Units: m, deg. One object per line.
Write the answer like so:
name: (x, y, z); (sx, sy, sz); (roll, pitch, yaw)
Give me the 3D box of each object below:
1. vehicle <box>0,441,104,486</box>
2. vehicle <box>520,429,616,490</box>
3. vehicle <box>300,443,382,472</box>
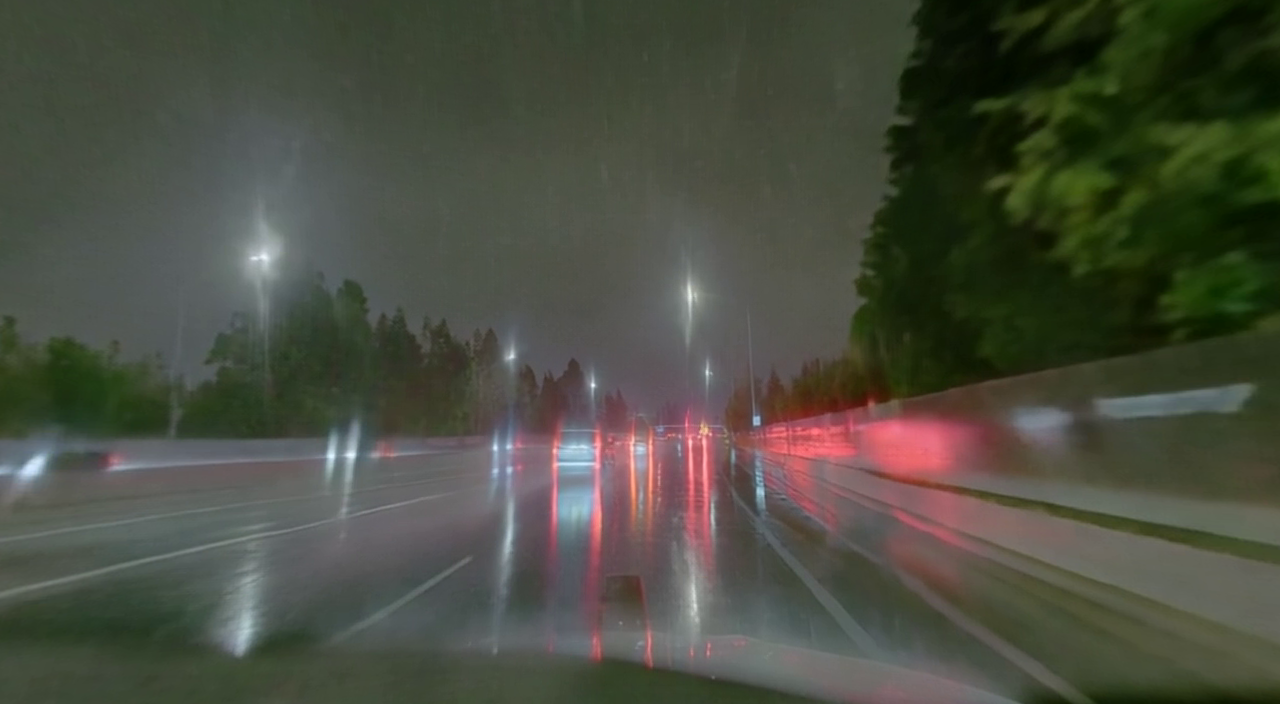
vehicle: (-23.930, 4.326, 24.822); (1.852, 1.614, 4.189); (-1, -8, 5)
vehicle: (-2.056, 3.274, 19.615); (2.082, 1.638, 4.644); (-1, -8, 5)
vehicle: (-16.173, 5.718, 34.465); (1.985, 1.475, 4.483); (-1, -8, 5)
